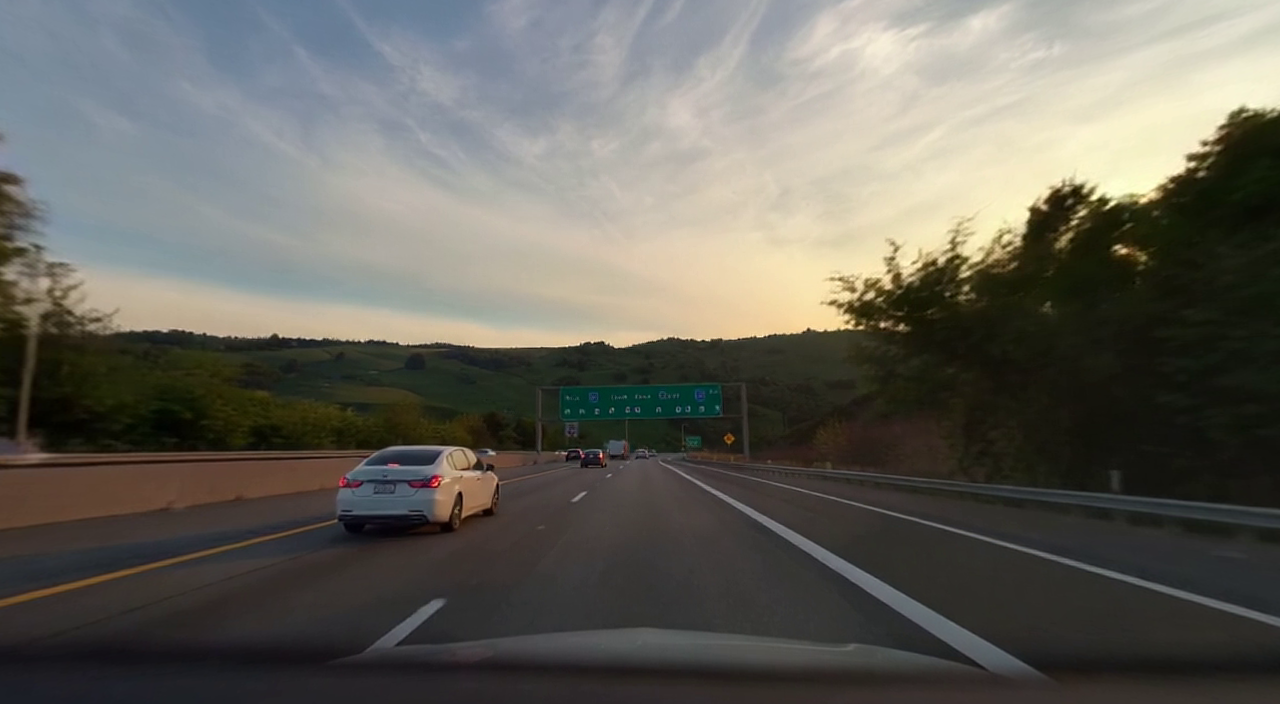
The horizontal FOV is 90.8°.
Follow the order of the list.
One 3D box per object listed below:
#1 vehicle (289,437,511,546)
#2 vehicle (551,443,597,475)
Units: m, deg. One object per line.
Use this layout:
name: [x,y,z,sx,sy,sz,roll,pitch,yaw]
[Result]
vehicle: [-3.691,2.223,10.776,1.988,1.440,4.504,0,-9,0]
vehicle: [-3.655,6.002,35.639,2.073,1.694,4.162,0,-9,1]
